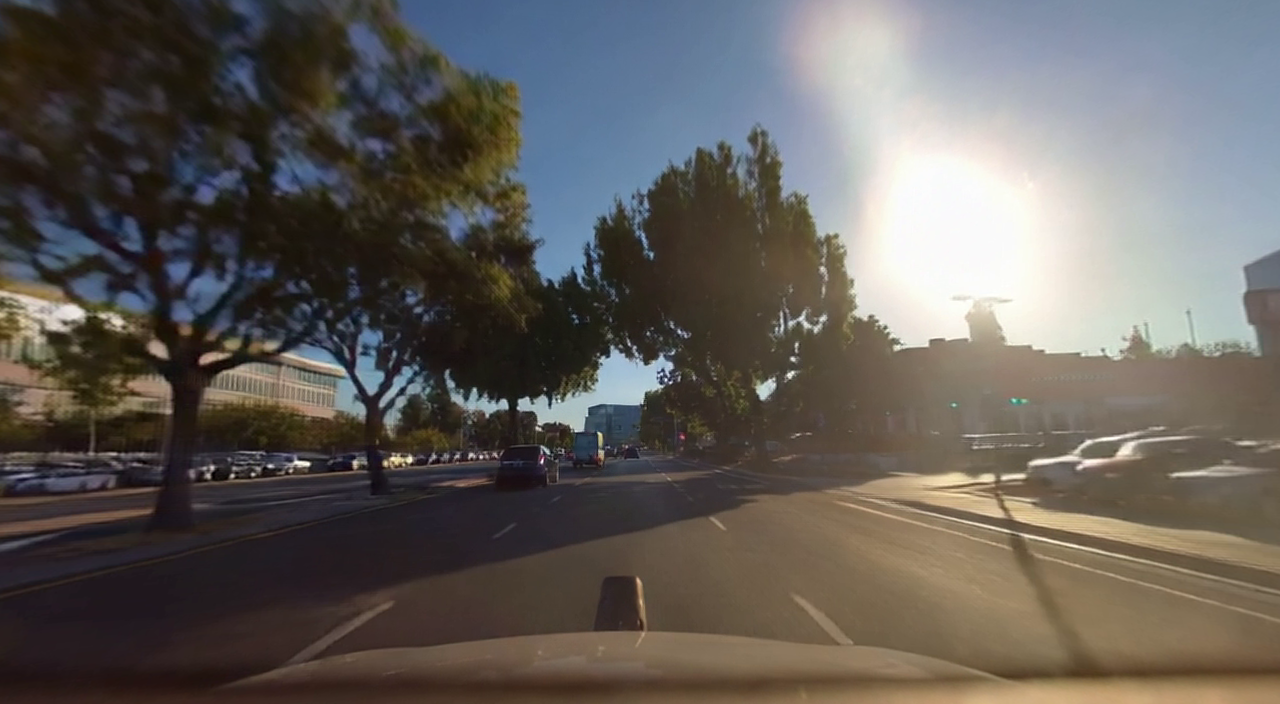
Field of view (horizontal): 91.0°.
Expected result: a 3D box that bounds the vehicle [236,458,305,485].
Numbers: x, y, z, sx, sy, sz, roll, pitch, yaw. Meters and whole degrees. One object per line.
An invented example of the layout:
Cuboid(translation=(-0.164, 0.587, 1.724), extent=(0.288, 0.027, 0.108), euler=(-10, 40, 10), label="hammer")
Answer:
Cuboid(translation=(-22.964, 7.415, 39.291), extent=(1.858, 1.530, 4.044), euler=(0, -9, 0), label="vehicle")

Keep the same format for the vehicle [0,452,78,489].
Cuboid(translation=(-33.072, 6.135, 32.778), extent=(5.432, 1.801, 2.152), euler=(0, -9, 1), label="vehicle")

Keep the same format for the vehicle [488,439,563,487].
Cuboid(translation=(-4.336, 4.262, 24.535), extent=(2.109, 1.672, 4.256), euler=(0, -9, 0), label="vehicle")

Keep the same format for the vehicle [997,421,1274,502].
Cuboid(translation=(12.793, 2.858, 16.525), extent=(5.500, 1.749, 2.057), euler=(-2, -9, -3), label="vehicle")
